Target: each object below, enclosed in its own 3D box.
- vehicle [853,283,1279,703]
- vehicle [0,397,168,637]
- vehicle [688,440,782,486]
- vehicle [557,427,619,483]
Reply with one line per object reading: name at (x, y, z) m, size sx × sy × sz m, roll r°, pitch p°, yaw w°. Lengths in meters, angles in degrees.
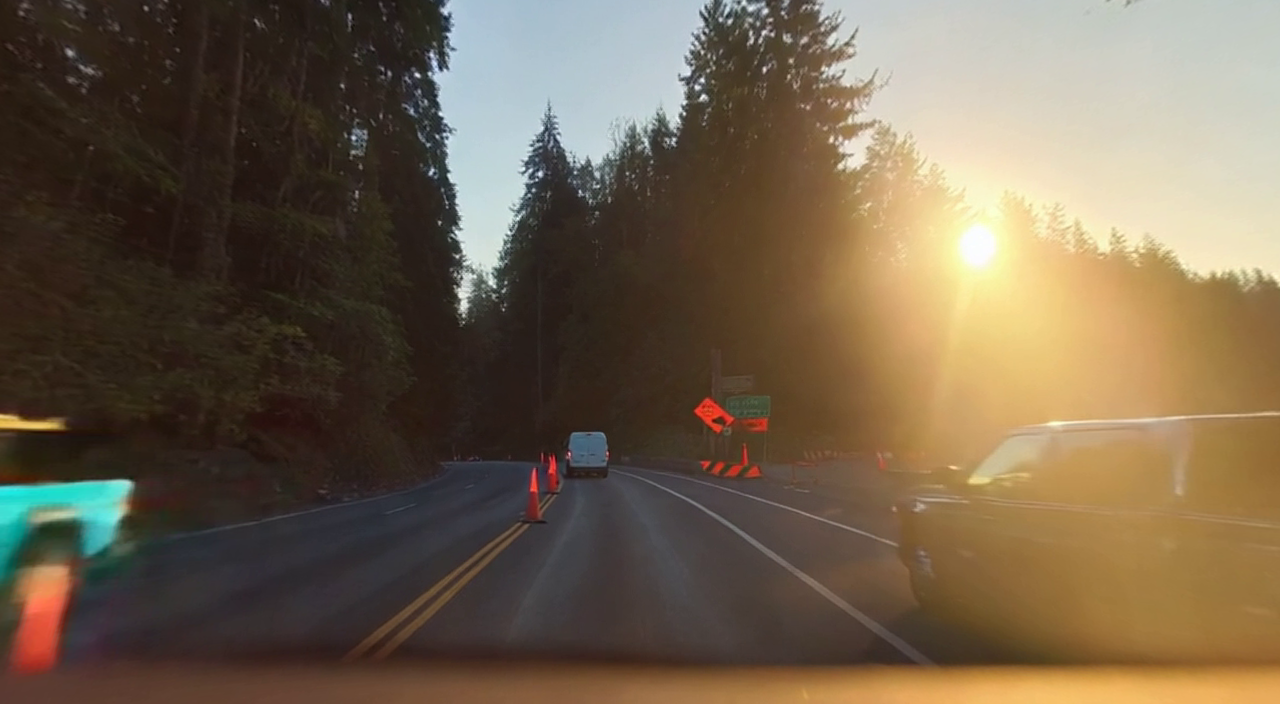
vehicle at (3.621, 0.840, 3.217) m, size 2.415 × 1.932 × 6.910 m, roll 1°, pitch -9°, yaw -2°
vehicle at (-5.558, 1.086, 3.882) m, size 1.992 × 1.712 × 4.504 m, roll 1°, pitch -9°, yaw -4°
vehicle at (2.967, 3.606, 20.755) m, size 2.277 × 1.299 × 3.889 m, roll 0°, pitch -9°, yaw -3°
vehicle at (-2.407, 4.576, 28.192) m, size 2.362 × 2.247 × 4.892 m, roll 2°, pitch -9°, yaw -9°
